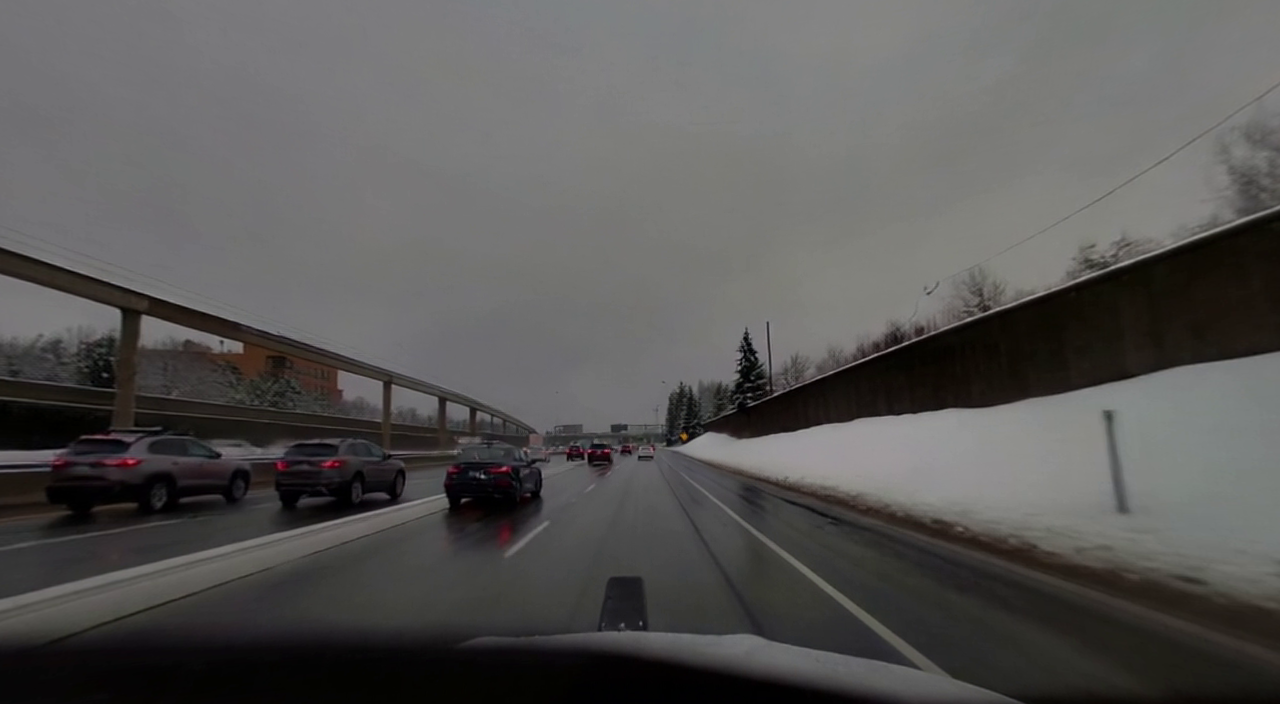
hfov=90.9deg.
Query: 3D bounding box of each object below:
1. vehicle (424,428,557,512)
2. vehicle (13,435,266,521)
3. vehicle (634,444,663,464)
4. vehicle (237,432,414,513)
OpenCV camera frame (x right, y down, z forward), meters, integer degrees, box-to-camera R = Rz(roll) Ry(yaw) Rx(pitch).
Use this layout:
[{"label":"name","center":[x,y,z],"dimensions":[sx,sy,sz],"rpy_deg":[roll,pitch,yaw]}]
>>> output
[{"label":"vehicle","center":[-3.428,2.787,15.436],"dimensions":[2.052,1.731,4.372],"rpy_deg":[0,-8,2]},{"label":"vehicle","center":[-11.055,2.780,14.525],"dimensions":[1.951,1.628,4.617],"rpy_deg":[0,-8,1]},{"label":"vehicle","center":[0.573,7.574,46.980],"dimensions":[2.074,1.465,3.977],"rpy_deg":[0,-8,-1]},{"label":"vehicle","center":[-7.233,2.784,15.100],"dimensions":[1.959,1.652,4.170],"rpy_deg":[0,-8,1]}]
